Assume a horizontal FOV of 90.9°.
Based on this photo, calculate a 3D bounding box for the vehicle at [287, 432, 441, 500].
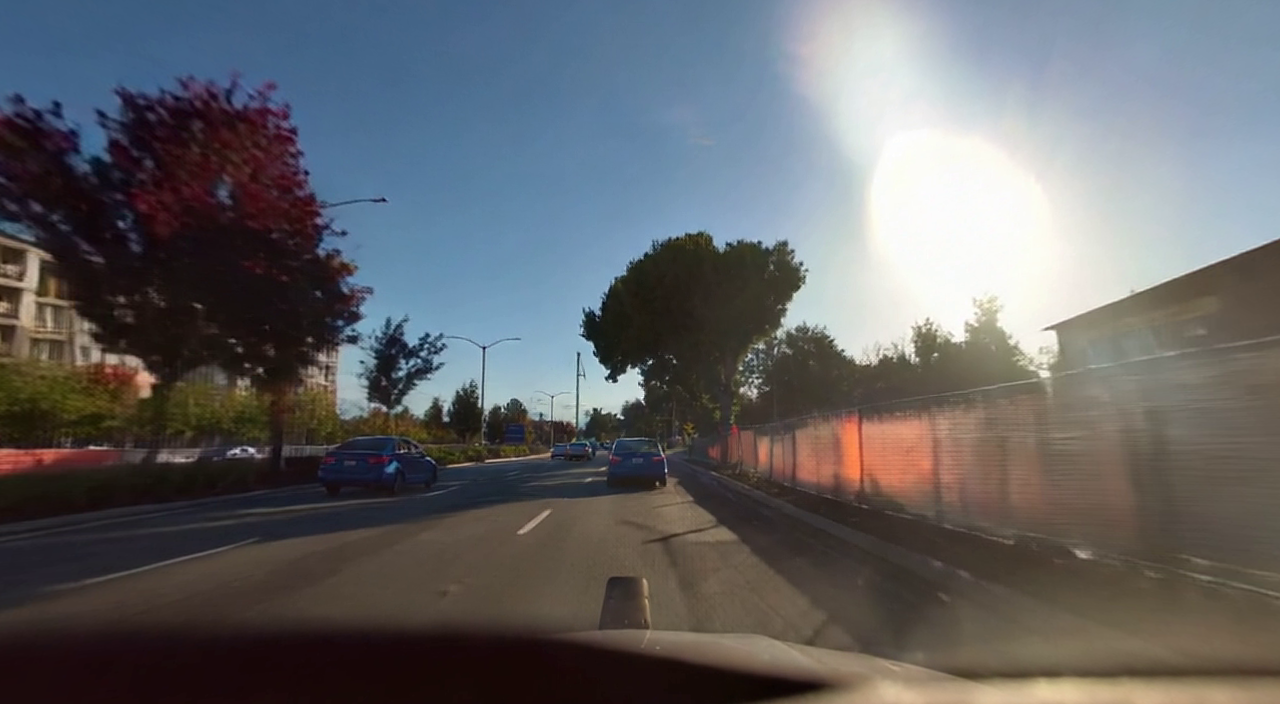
[{"bbox_3d":[-6.799,2.845,16.159,1.877,1.479,4.430,0,-8,1],"label":"vehicle"}]

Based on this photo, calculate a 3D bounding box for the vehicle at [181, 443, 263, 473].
[{"bbox_3d":[-26.349,6.655,39.944,1.931,1.759,4.703,0,-8,0],"label":"vehicle"}]

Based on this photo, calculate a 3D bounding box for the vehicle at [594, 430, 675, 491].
[{"bbox_3d":[-0.193,3.291,19.488,2.227,1.654,4.091,0,-8,-1],"label":"vehicle"}]
